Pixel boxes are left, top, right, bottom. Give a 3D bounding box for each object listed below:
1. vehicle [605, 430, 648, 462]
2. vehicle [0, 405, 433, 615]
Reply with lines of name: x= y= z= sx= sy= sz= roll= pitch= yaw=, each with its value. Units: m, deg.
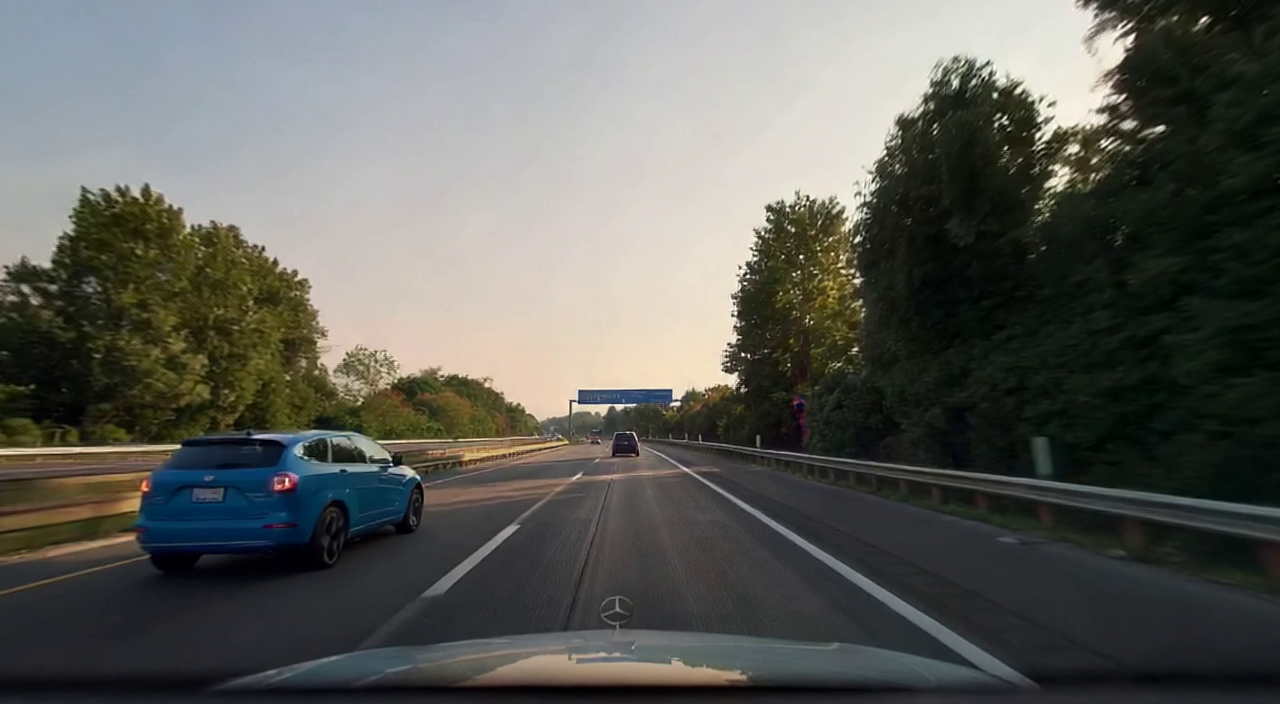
vehicle: x=-0.742 y=5.102 z=34.521 sx=2.162 sy=1.616 sz=4.242 roll=0 pitch=-8 yaw=-1
vehicle: x=-3.917 y=1.435 z=6.776 sx=1.975 sy=1.518 sz=4.242 roll=0 pitch=-8 yaw=-1
